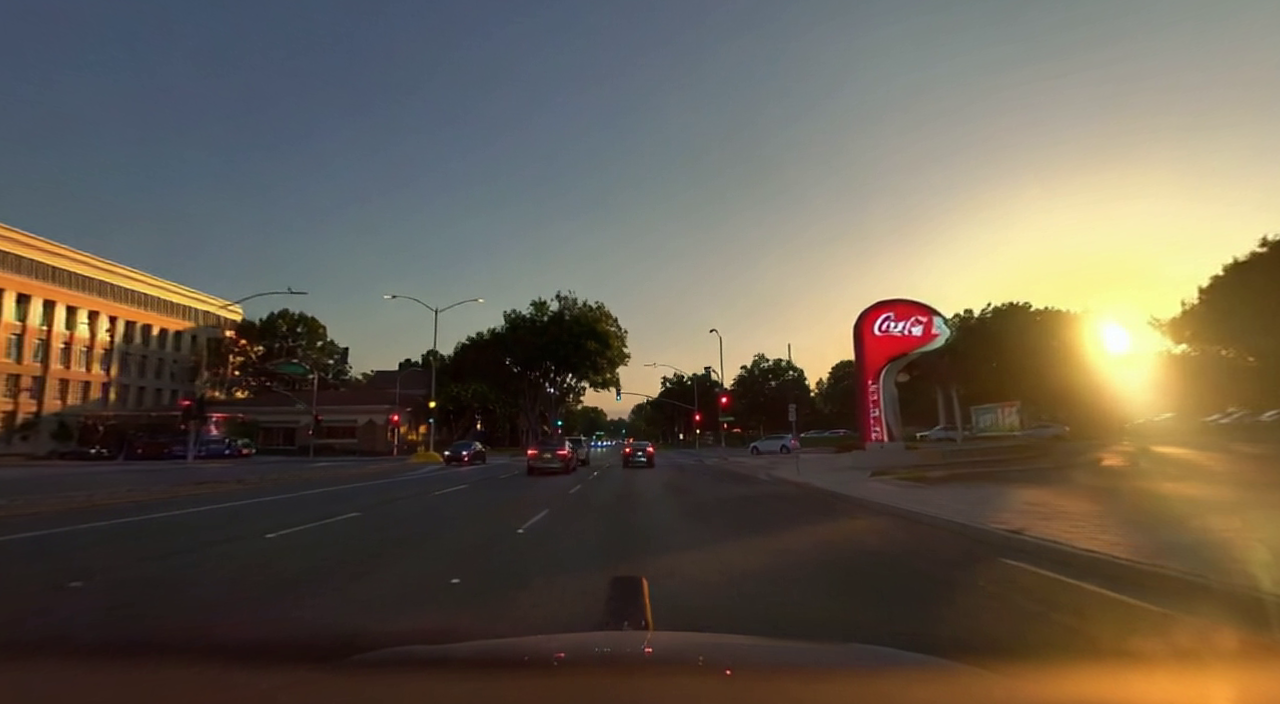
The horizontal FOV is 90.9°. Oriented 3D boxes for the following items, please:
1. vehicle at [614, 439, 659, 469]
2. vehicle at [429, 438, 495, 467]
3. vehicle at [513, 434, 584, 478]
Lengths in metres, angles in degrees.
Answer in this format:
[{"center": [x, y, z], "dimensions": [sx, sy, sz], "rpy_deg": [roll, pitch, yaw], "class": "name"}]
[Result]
[{"center": [-0.135, 5.457, 34.070], "dimensions": [2.258, 1.507, 3.896], "rpy_deg": [-1, -8, 2], "class": "vehicle"}, {"center": [-9.733, 5.542, 34.891], "dimensions": [2.096, 1.474, 4.585], "rpy_deg": [-1, -8, 3], "class": "vehicle"}, {"center": [-3.414, 3.997, 24.461], "dimensions": [2.029, 1.517, 4.375], "rpy_deg": [0, -8, 1], "class": "vehicle"}]
